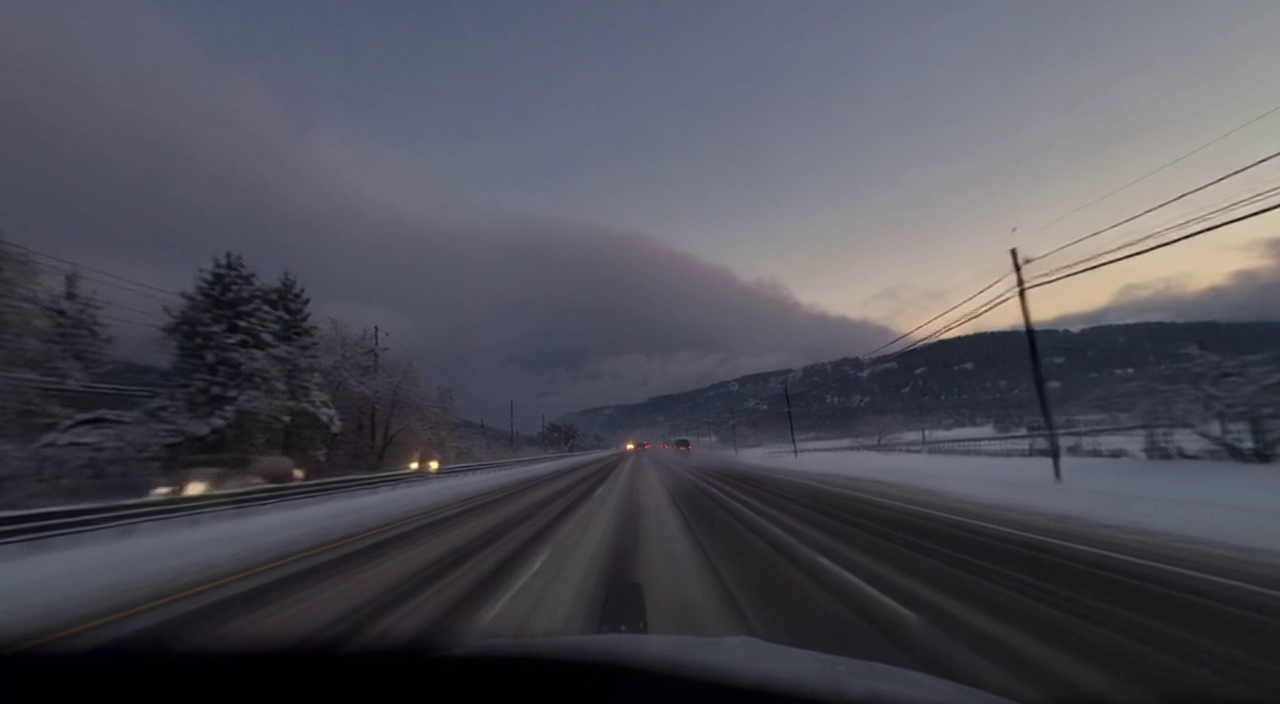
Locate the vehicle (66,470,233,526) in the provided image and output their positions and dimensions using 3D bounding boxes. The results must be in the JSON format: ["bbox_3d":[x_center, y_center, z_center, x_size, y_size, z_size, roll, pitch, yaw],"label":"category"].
[{"bbox_3d":[-16.504,4.910,21.634,1.871,1.491,4.706,0,-8,1],"label":"vehicle"}]

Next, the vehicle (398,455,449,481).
[{"bbox_3d":[-16.228,8.671,47.535,2.122,1.774,4.756,0,-8,1],"label":"vehicle"}]
